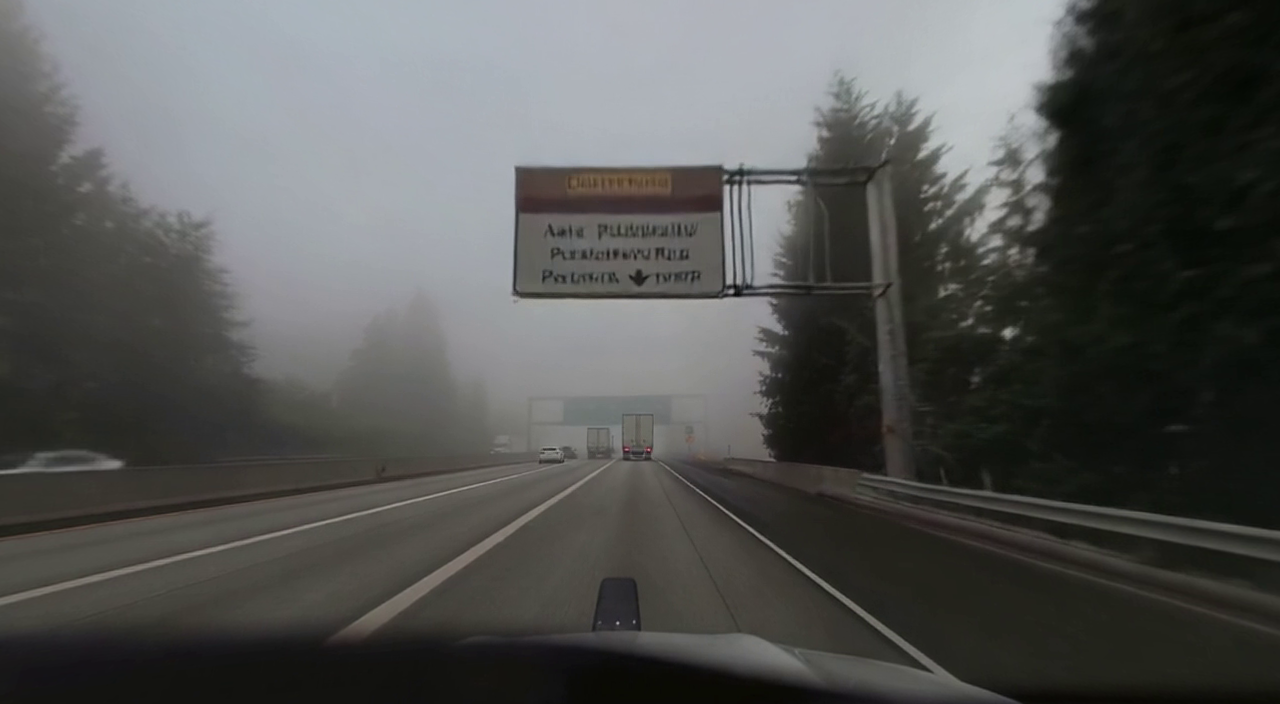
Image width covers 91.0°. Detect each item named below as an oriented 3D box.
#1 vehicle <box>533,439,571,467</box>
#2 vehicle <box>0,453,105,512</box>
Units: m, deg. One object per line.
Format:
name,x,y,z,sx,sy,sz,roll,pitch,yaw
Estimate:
vehicle,-6.156,7.053,44.418,2.127,1.839,4.984,0,-8,-2
vehicle,-18.934,3.823,18.516,1.976,1.575,5.075,0,-8,0
